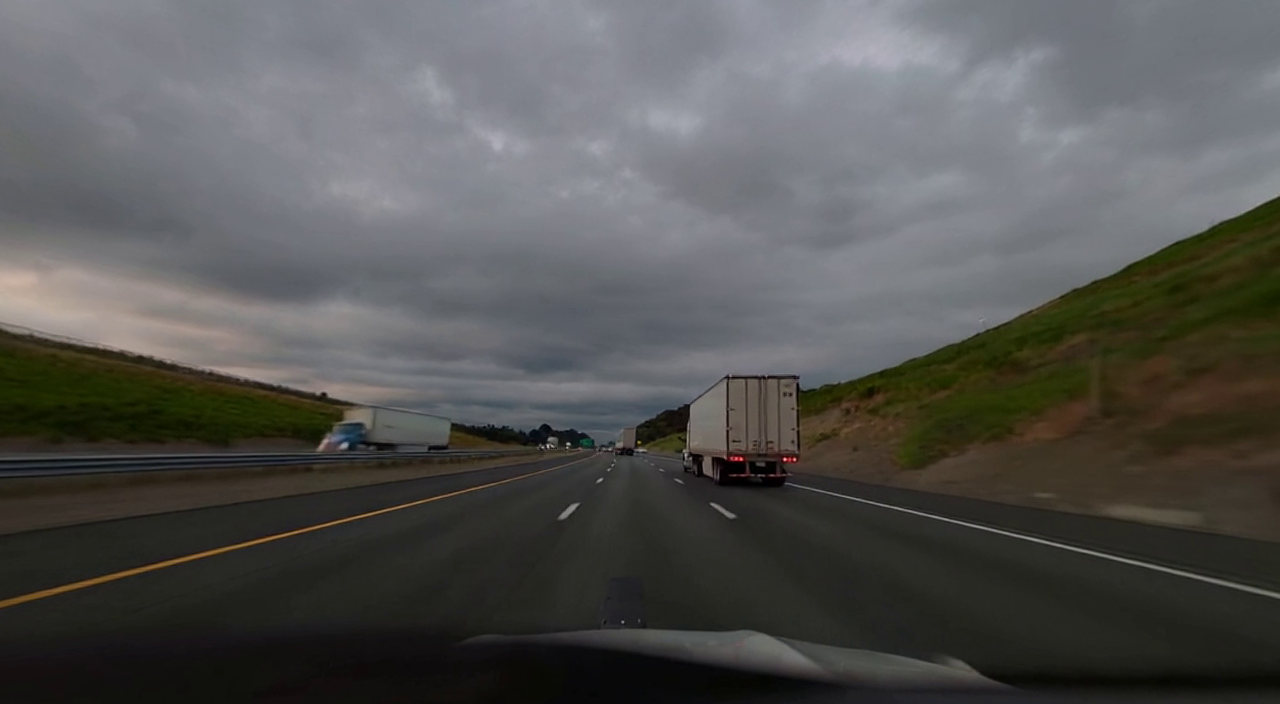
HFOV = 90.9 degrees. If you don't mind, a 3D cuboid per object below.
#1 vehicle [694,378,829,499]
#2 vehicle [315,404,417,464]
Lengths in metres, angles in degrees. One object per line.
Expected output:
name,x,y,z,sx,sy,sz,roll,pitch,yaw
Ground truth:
vehicle,4.111,3.476,24.712,2.876,3.586,11.726,0,-9,0
vehicle,-19.492,6.100,45.757,2.902,3.820,10.263,0,-9,-1
